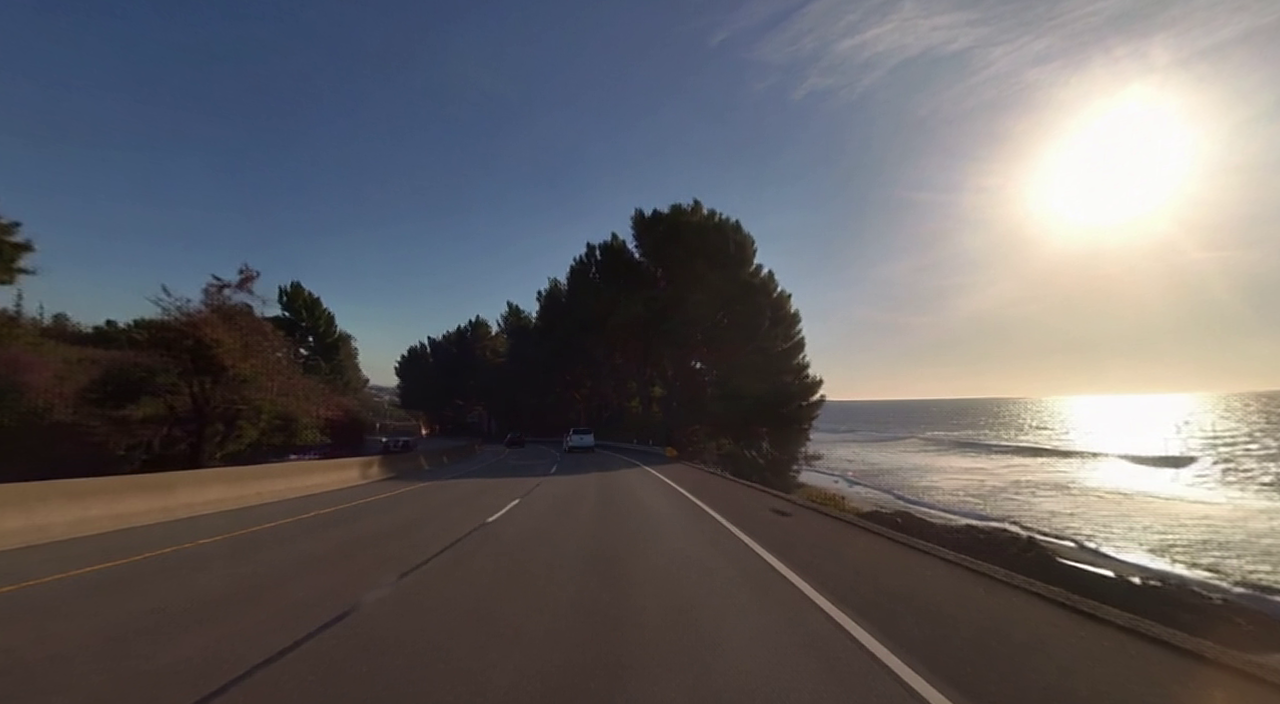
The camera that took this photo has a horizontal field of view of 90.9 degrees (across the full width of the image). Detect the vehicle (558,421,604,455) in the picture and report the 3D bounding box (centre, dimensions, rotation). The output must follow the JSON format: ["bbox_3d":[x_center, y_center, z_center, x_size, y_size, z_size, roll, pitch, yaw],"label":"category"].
[{"bbox_3d":[-4.079,5.856,42.652,2.632,2.162,5.529,2,-9,-10],"label":"vehicle"}]

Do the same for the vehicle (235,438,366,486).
[{"bbox_3d":[-11.314,3.696,21.428,2.287,1.438,4.244,1,-9,-4],"label":"vehicle"}]
